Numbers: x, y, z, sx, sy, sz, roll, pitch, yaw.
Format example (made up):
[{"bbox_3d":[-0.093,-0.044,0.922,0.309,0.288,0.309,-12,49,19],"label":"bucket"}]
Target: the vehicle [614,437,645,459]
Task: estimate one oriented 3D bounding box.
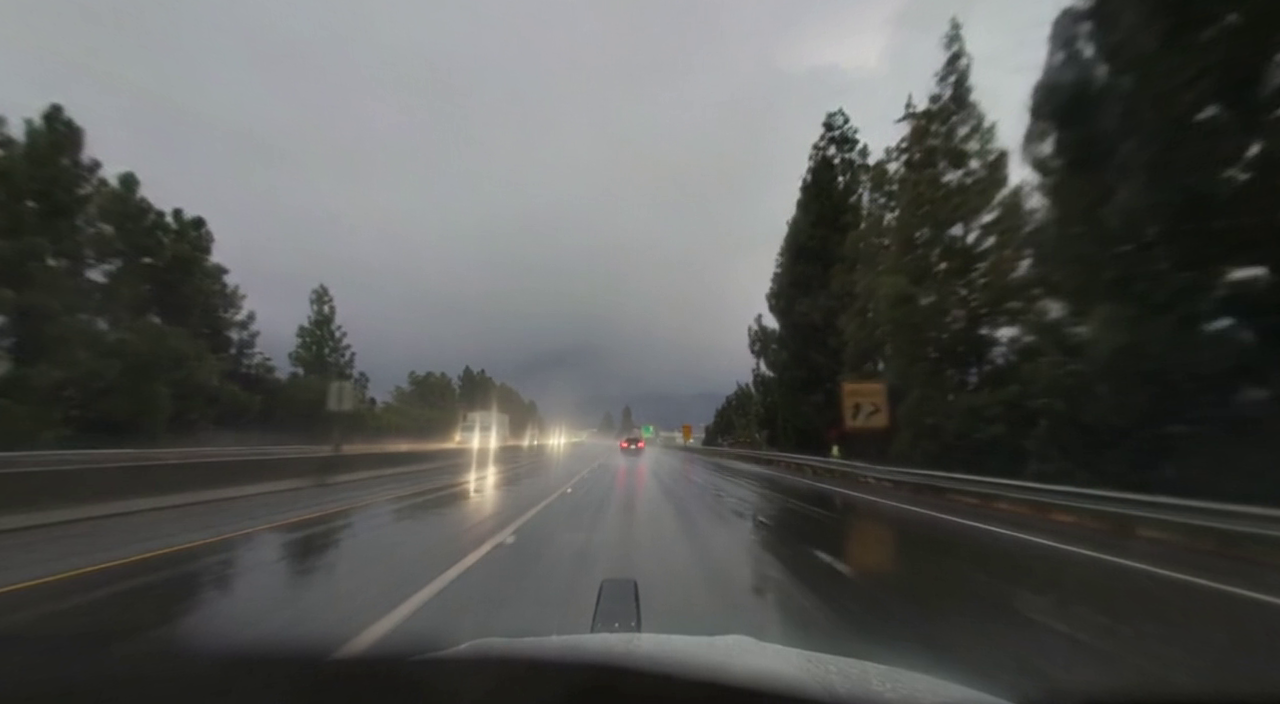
[{"bbox_3d":[-0.796,7.004,45.843,2.099,1.504,3.843,0,-8,-2],"label":"vehicle"}]
